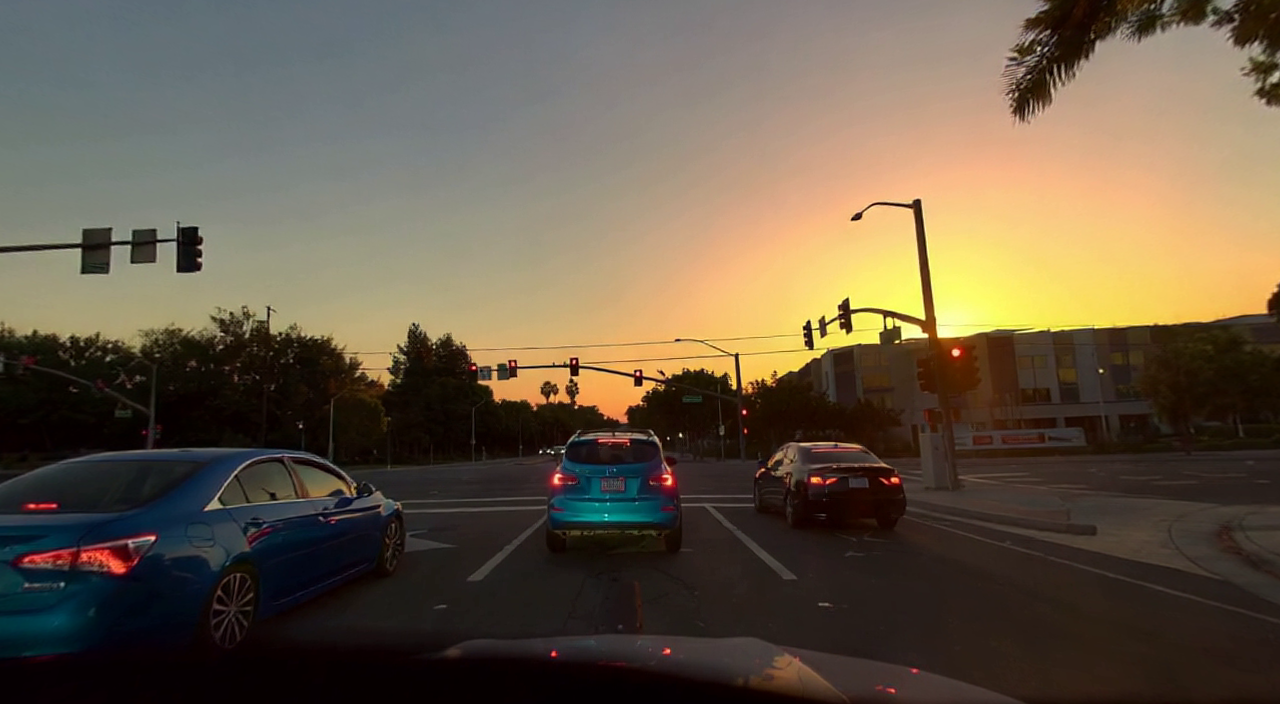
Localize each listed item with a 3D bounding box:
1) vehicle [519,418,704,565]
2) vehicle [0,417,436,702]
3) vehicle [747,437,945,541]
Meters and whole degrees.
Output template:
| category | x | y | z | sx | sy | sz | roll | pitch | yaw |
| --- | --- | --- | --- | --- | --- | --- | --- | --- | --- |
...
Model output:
| category | x | y | z | sx | sy | sz | roll | pitch | yaw |
| --- | --- | --- | --- | --- | --- | --- | --- | --- | --- |
| vehicle | -0.348 | 1.833 | 8.987 | 2.038 | 1.599 | 3.844 | 0 | -8 | -1 |
| vehicle | -3.578 | 1.421 | 5.602 | 2.052 | 1.472 | 4.479 | 0 | -8 | 0 |
| vehicle | 3.295 | 2.274 | 11.196 | 1.970 | 1.449 | 4.433 | 0 | -8 | -1 |
